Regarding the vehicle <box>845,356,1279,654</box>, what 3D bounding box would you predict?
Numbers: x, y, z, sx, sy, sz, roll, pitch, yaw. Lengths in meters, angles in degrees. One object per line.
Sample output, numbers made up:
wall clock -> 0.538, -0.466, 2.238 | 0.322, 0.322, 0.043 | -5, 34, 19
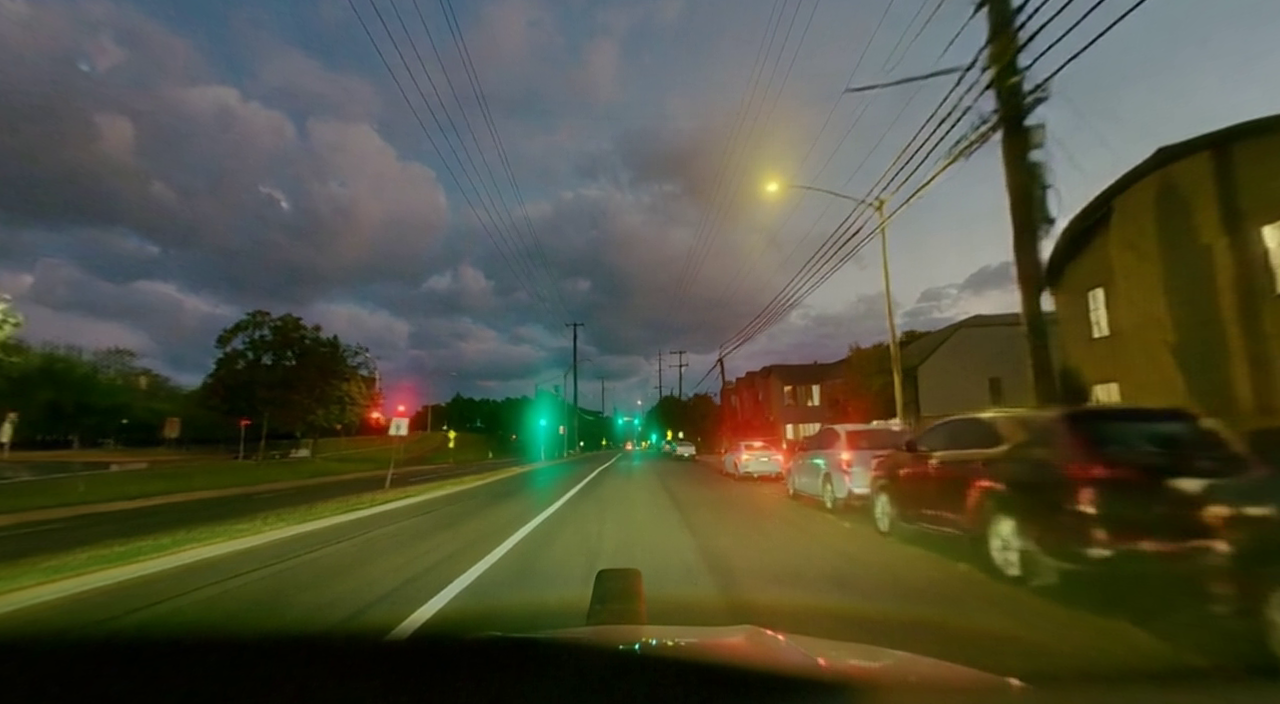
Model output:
vehicle -> 4.070, 1.335, 6.653 | 2.062, 1.880, 5.178 | 0, -8, 0

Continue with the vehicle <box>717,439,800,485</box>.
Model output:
vehicle -> 3.998, 3.777, 22.079 | 1.994, 1.422, 4.595 | 0, -8, 0

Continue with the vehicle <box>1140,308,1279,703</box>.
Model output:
vehicle -> 4.004, 0.514, 1.103 | 2.056, 1.941, 4.955 | 0, -8, -2
